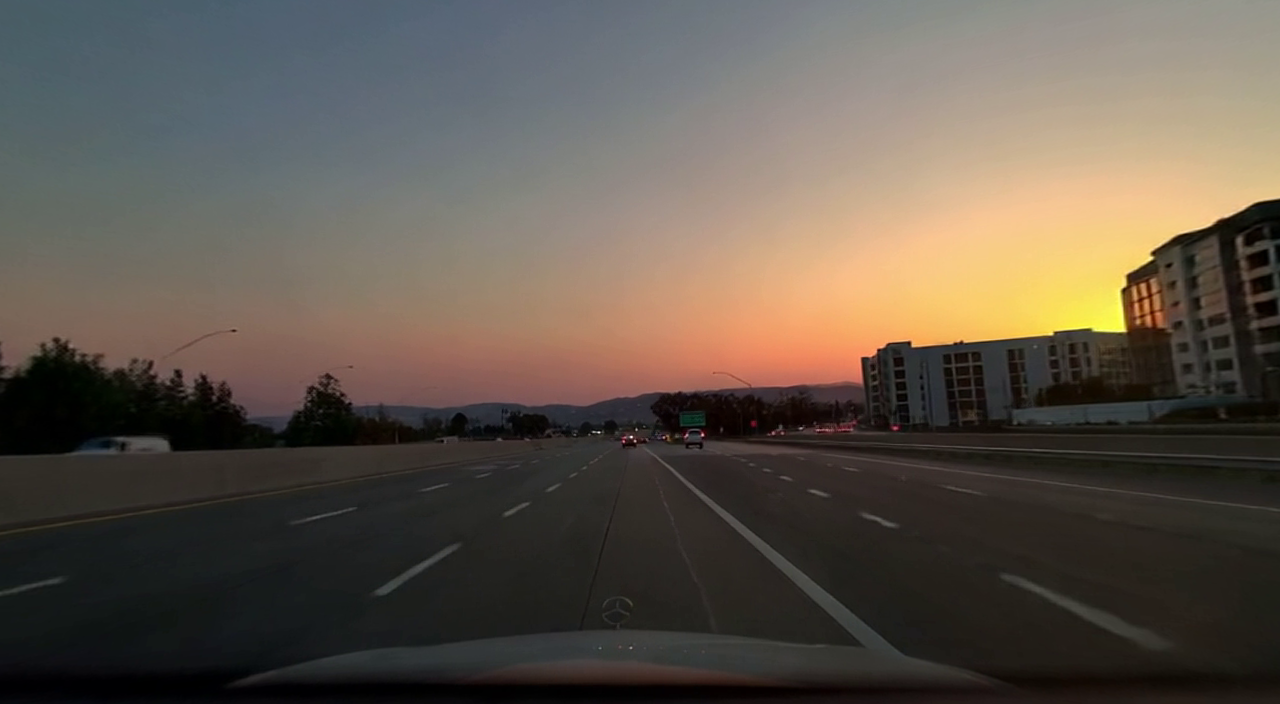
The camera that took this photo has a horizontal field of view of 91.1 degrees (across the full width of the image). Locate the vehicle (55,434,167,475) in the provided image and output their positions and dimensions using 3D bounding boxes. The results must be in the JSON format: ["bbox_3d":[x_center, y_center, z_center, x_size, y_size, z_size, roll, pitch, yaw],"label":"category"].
[{"bbox_3d":[-38.438,7.437,45.984,2.397,2.758,6.485,0,-8,1],"label":"vehicle"}]
